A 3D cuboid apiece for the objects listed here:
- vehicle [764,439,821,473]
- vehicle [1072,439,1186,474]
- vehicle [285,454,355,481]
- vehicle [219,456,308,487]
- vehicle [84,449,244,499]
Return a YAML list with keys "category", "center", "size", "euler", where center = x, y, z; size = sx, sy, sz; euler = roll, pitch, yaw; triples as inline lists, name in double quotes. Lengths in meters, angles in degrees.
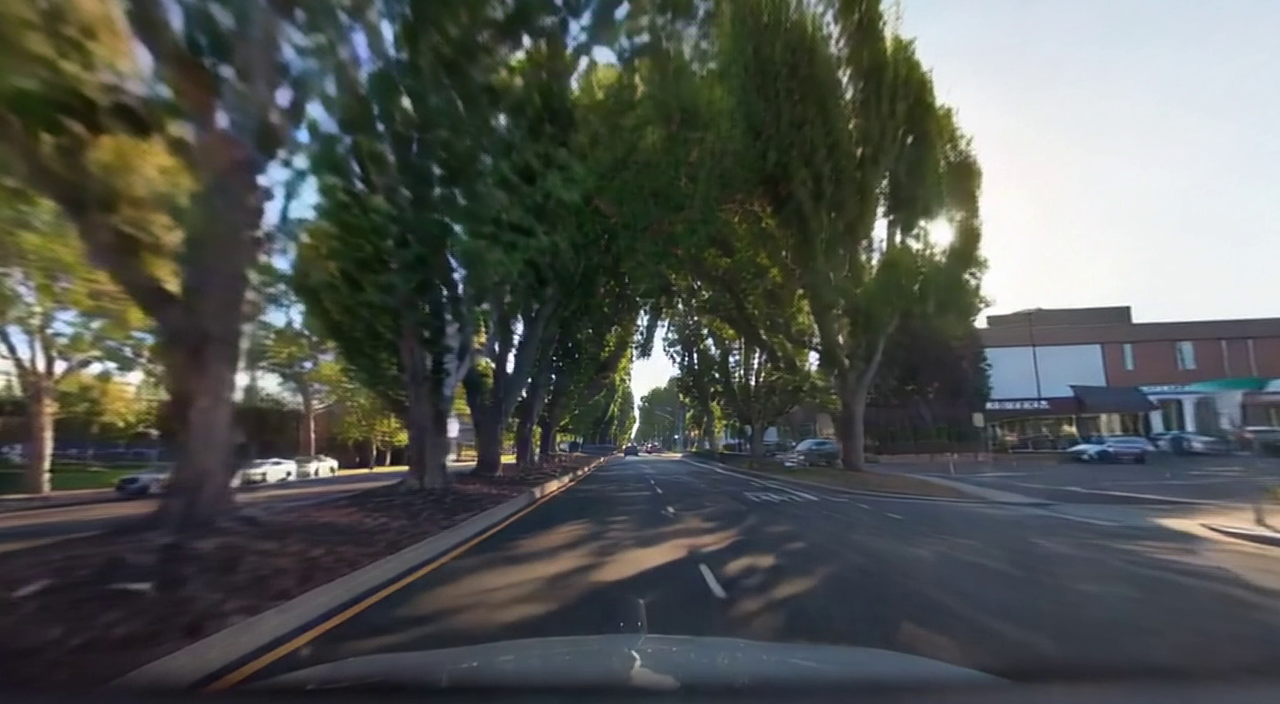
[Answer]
- category: "vehicle"
  center: [9.040, 6.181, 37.800]
  size: [1.994, 1.738, 4.622]
  euler: [5, -9, -2]
- category: "vehicle"
  center: [23.638, 5.024, 30.580]
  size: [4.518, 1.599, 1.850]
  euler: [2, -9, -14]
- category: "vehicle"
  center: [-19.838, 7.174, 39.463]
  size: [1.840, 1.464, 4.781]
  euler: [0, -9, 1]
- category: "vehicle"
  center: [-19.860, 6.306, 33.575]
  size: [1.795, 1.452, 4.718]
  euler: [0, -9, 1]
- category: "vehicle"
  center: [-20.141, 5.143, 27.240]
  size: [2.208, 1.882, 5.826]
  euler: [-1, -9, 2]
